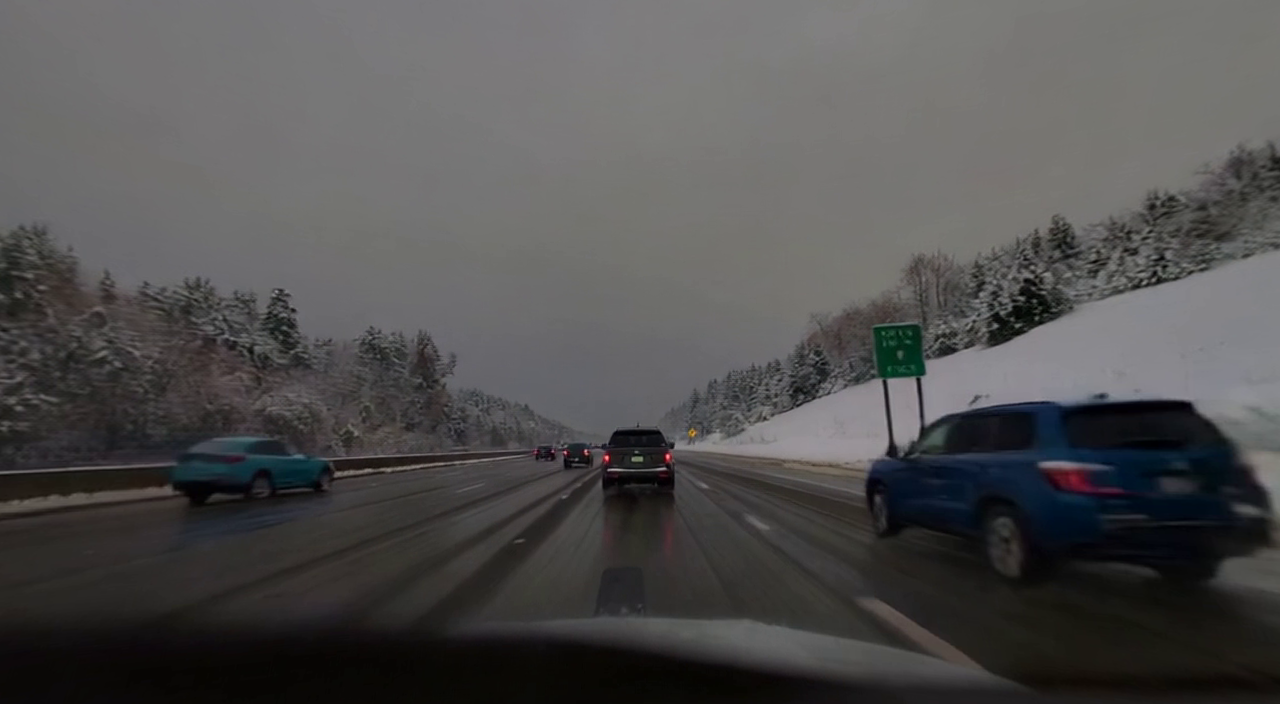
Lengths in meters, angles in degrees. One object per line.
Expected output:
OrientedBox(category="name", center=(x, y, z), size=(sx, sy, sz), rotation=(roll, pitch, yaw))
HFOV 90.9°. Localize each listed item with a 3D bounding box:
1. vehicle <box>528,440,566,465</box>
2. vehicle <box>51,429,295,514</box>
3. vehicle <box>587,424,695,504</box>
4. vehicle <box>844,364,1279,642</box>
OrientedBox(category="vehicle", center=(-6.751, 7.386, 46.445), size=(2.024, 1.706, 4.462), rotation=(0, -9, 1))
OrientedBox(category="vehicle", center=(-11.268, 2.913, 15.910), size=(2.223, 1.781, 5.098), rotation=(0, -9, 0))
OrientedBox(category="vehicle", center=(0.051, 2.868, 16.535), size=(2.447, 1.804, 4.273), rotation=(0, -9, 1))
OrientedBox(category="vehicle", center=(4.395, 1.436, 7.189), size=(2.204, 1.852, 5.845), rotation=(0, -9, 0))
